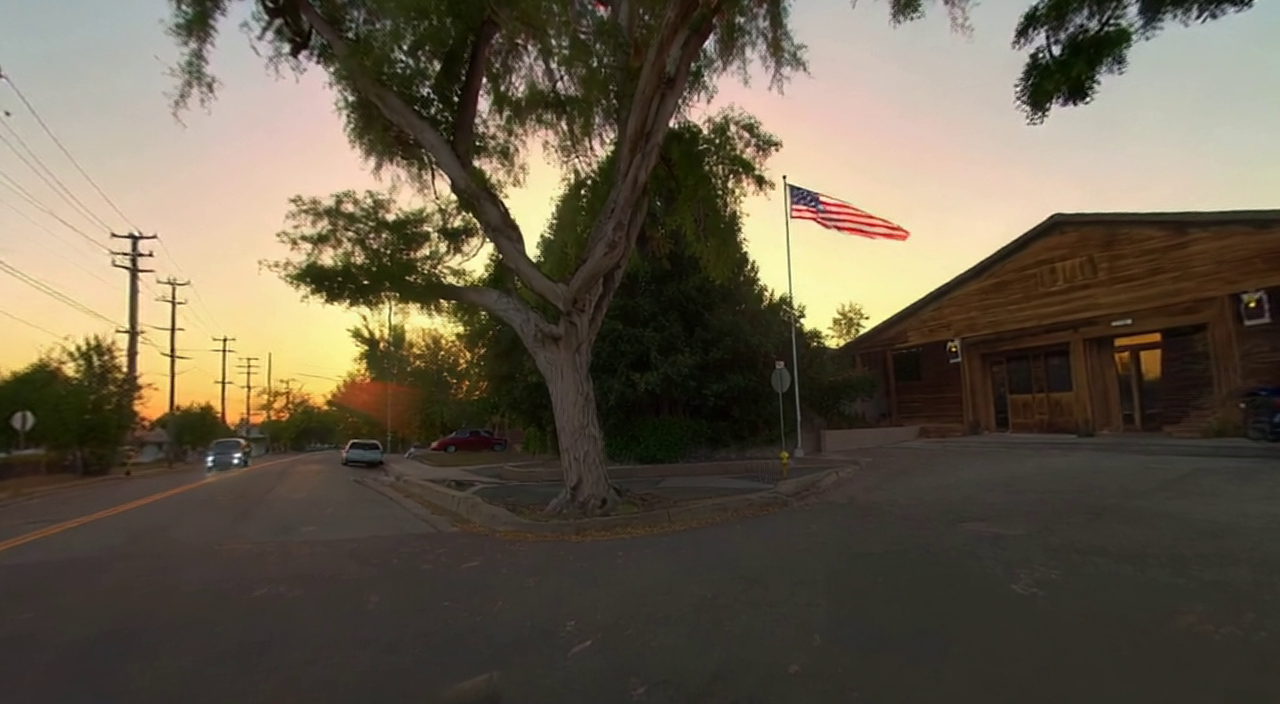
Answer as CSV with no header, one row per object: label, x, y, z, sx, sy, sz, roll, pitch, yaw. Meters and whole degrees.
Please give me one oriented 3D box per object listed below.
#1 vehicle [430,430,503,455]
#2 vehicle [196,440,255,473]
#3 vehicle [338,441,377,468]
vehicle,-12.558,6.537,45.651,4.767,1.735,1.920,4,-10,-26
vehicle,-24.042,6.056,36.813,2.086,1.798,4.511,4,-9,-24
vehicle,-16.815,6.067,37.486,1.941,1.460,4.206,4,-10,-25
